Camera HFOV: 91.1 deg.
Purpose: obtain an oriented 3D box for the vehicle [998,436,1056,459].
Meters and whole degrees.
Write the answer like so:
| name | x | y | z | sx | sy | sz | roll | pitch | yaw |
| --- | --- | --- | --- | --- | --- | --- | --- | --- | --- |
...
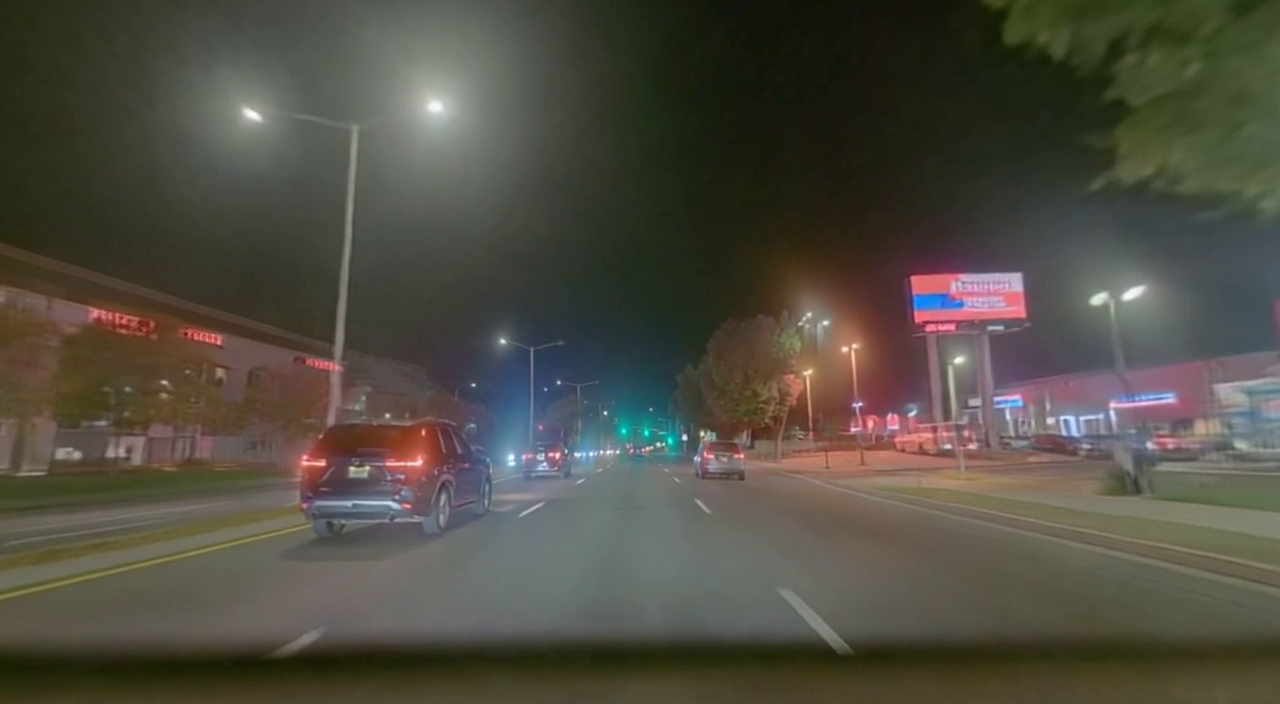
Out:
| name | x | y | z | sx | sy | sz | roll | pitch | yaw |
| --- | --- | --- | --- | --- | --- | --- | --- | --- | --- |
| vehicle | 30.108 | 7.450 | 48.981 | 1.830 | 1.651 | 3.967 | 0 | -8 | -2 |

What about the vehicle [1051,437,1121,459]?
| name | x | y | z | sx | sy | sz | roll | pitch | yaw |
| --- | --- | --- | --- | --- | --- | --- | --- | --- | --- |
| vehicle | 30.638 | 6.613 | 43.259 | 1.735 | 1.478 | 4.040 | 0 | -9 | -2 |

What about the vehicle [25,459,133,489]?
| name | x | y | z | sx | sy | sz | roll | pitch | yaw |
| --- | --- | --- | --- | --- | --- | --- | --- | --- | --- |
| vehicle | -31.111 | 6.734 | 35.004 | 4.266 | 1.457 | 1.832 | 7 | -11 | -39 |

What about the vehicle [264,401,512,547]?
| name | x | y | z | sx | sy | sz | roll | pitch | yaw |
| --- | --- | --- | --- | --- | --- | --- | --- | --- | --- |
| vehicle | -3.852 | 1.982 | 10.818 | 2.210 | 1.925 | 4.838 | 0 | -9 | 0 |

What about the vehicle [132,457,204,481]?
| name | x | y | z | sx | sy | sz | roll | pitch | yaw |
| --- | --- | --- | --- | --- | --- | --- | --- | --- | --- |
| vehicle | -31.251 | 7.732 | 41.684 | 3.607 | 1.428 | 1.639 | 6 | -10 | -33 |

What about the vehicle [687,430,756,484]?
| name | x | y | z | sx | sy | sz | roll | pitch | yaw |
| --- | --- | --- | --- | --- | --- | --- | --- | --- | --- |
| vehicle | 3.082 | 4.081 | 24.673 | 2.024 | 1.921 | 4.431 | 0 | -9 | -1 |

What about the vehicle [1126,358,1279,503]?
| name | x | y | z | sx | sy | sz | roll | pitch | yaw |
| --- | --- | --- | --- | --- | --- | --- | --- | --- | --- |
| vehicle | 15.753 | 1.792 | 14.287 | 2.642 | 3.252 | 8.515 | 0 | -8 | 1 |

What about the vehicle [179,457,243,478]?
| name | x | y | z | sx | sy | sz | roll | pitch | yaw |
| --- | --- | --- | --- | --- | --- | --- | --- | --- | --- |
| vehicle | -31.164 | 8.403 | 45.650 | 3.686 | 1.382 | 1.629 | 6 | -11 | -36 |

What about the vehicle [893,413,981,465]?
| name | x | y | z | sx | sy | sz | roll | pitch | yaw |
| --- | --- | --- | --- | --- | --- | --- | --- | --- | --- |
| vehicle | 21.745 | 6.480 | 46.426 | 2.758 | 3.509 | 7.034 | 0 | -9 | -2 |

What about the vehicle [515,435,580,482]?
| name | x | y | z | sx | sy | sz | roll | pitch | yaw |
| --- | --- | --- | --- | --- | --- | --- | --- | --- | --- |
| vehicle | -3.773 | 4.424 | 26.364 | 2.014 | 1.775 | 4.404 | 0 | -9 | 1 |
